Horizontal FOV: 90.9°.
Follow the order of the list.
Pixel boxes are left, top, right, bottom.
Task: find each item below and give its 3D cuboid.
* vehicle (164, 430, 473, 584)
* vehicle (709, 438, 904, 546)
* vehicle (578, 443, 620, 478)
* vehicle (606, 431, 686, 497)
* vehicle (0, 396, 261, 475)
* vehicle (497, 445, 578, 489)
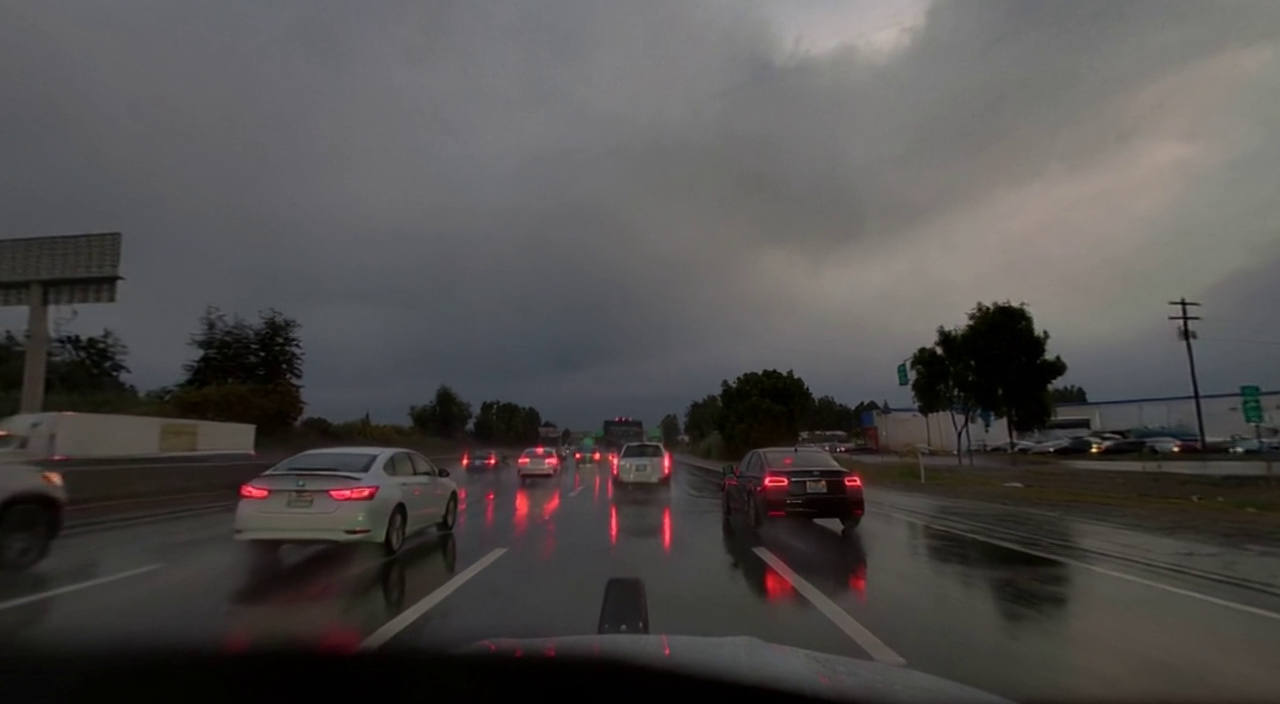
[{"bbox_3d":[-3.751,1.854,8.387,1.883,1.500,4.161,0,-9,0],"label":"vehicle"},{"bbox_3d":[2.567,2.288,11.047,2.018,1.470,4.491,0,-9,-2],"label":"vehicle"},{"bbox_3d":[-2.121,5.394,31.575,1.937,1.601,3.798,1,-9,-6],"label":"vehicle"},{"bbox_3d":[0.202,3.345,19.106,2.152,1.779,3.924,0,-9,1],"label":"vehicle"},{"bbox_3d":[-32.035,5.476,40.294,2.918,3.744,20.241,0,-8,1],"label":"vehicle"},{"bbox_3d":[-3.641,4.174,23.254,2.132,1.464,4.481,0,-9,2],"label":"vehicle"}]
